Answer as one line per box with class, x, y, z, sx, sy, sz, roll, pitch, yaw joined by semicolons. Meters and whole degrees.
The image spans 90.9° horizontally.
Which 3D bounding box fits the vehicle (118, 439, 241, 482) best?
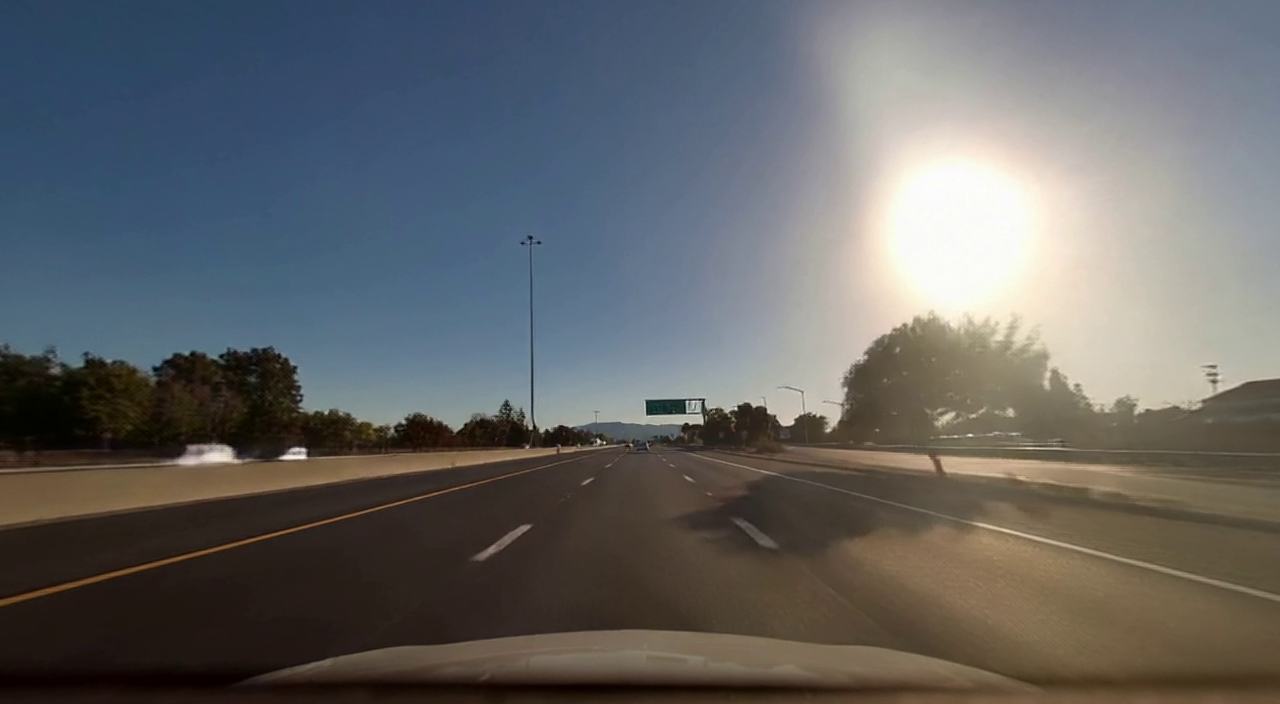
vehicle;-23.225;5.459;32.185;2.111;1.937;5.530;-1;-8;0
